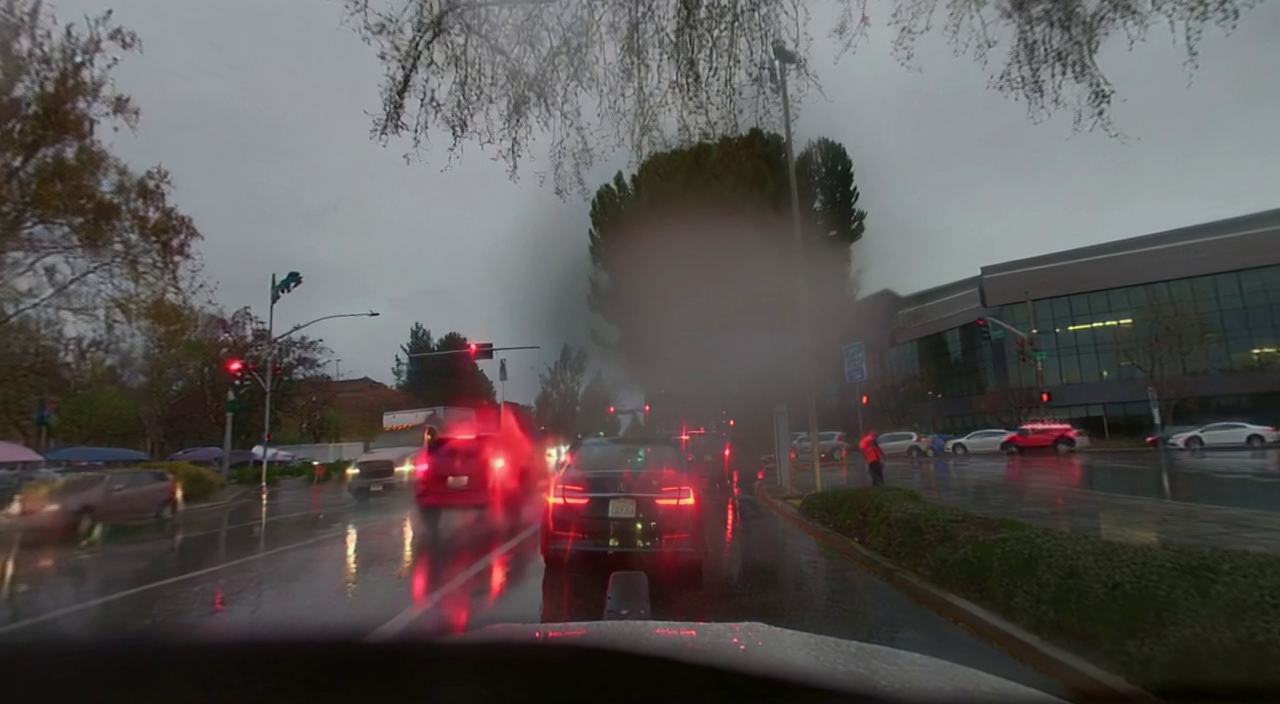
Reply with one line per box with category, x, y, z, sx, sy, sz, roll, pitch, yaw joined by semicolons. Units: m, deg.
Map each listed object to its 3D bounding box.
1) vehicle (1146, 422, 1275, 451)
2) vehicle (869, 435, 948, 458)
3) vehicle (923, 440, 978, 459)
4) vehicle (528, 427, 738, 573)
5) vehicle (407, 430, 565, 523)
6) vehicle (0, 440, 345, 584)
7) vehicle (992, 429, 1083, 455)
vehicle;30.535;4.587;33.801;4.739;1.472;1.804;-5;-10;29
vehicle;17.563;6.197;41.114;4.441;1.452;1.798;-5;-10;30
vehicle;24.619;7.706;49.784;3.662;1.442;1.787;-5;-10;32
vehicle;-0.052;1.860;8.688;2.182;1.501;4.150;0;-9;1
vehicle;-3.075;2.605;13.722;2.040;1.660;4.609;-1;-9;3
vehicle;-6.338;2.060;9.001;1.948;1.530;4.283;0;-9;3
vehicle;23.804;5.435;37.750;4.454;1.440;1.816;-5;-10;30
